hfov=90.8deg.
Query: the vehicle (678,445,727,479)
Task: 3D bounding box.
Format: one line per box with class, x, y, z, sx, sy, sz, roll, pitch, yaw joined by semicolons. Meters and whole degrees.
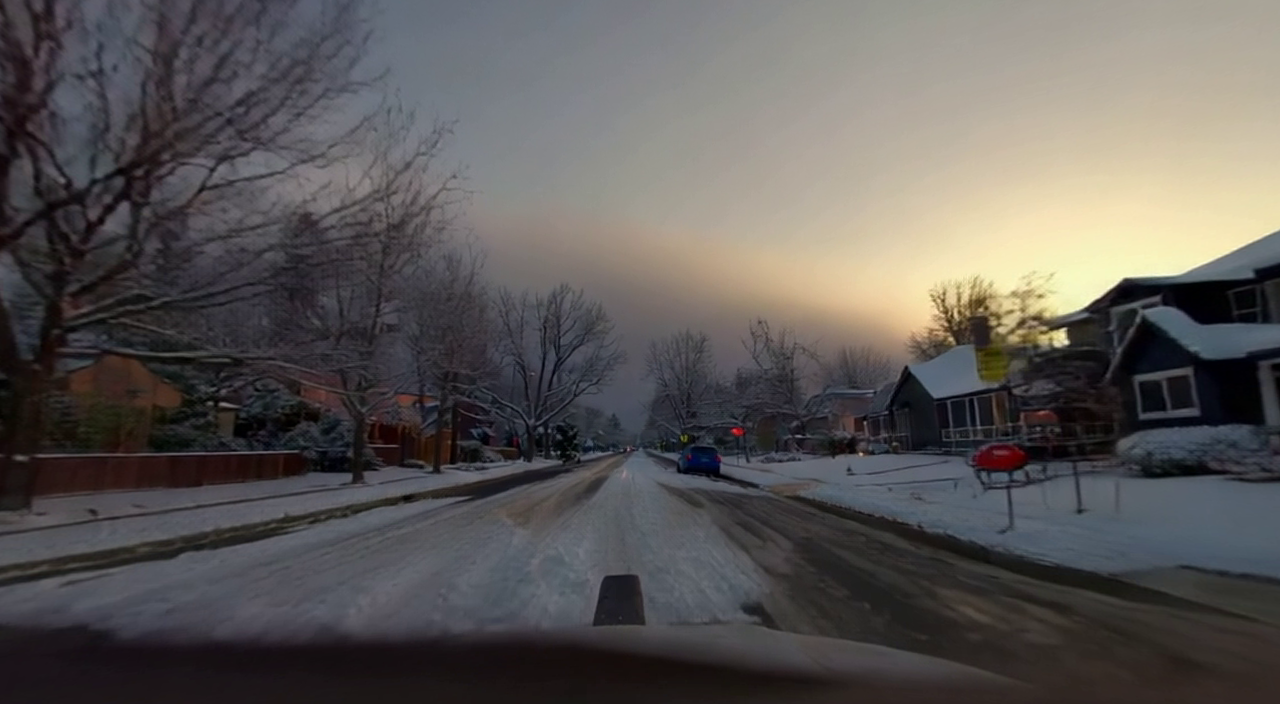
vehicle;3.139;5.616;32.522;2.114;1.633;4.042;0;-9;0
